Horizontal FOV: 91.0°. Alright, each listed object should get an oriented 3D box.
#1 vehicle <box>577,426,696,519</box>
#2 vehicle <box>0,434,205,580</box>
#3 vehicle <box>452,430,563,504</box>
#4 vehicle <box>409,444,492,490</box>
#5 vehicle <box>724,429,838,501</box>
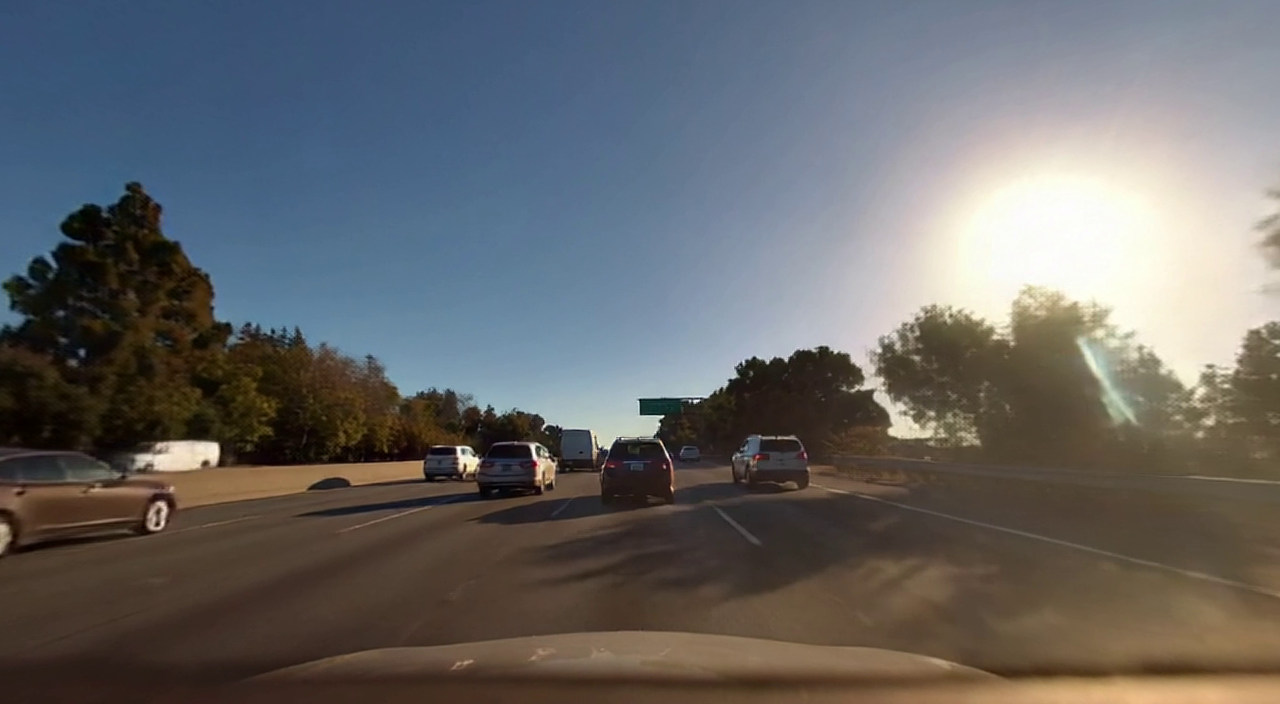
[{"bbox_3d":[-0.035,2.581,13.986,2.223,1.722,4.177,0,-9,1],"label":"vehicle"},{"bbox_3d":[-7.720,1.761,7.467,1.927,1.514,4.474,0,-9,0],"label":"vehicle"},{"bbox_3d":[-3.531,3.158,17.703,2.142,1.808,4.266,0,-9,1],"label":"vehicle"},{"bbox_3d":[-7.181,4.377,24.343,1.931,1.617,4.060,0,-9,0],"label":"vehicle"},{"bbox_3d":[3.974,3.284,18.802,2.175,1.830,5.173,0,-9,0],"label":"vehicle"}]
